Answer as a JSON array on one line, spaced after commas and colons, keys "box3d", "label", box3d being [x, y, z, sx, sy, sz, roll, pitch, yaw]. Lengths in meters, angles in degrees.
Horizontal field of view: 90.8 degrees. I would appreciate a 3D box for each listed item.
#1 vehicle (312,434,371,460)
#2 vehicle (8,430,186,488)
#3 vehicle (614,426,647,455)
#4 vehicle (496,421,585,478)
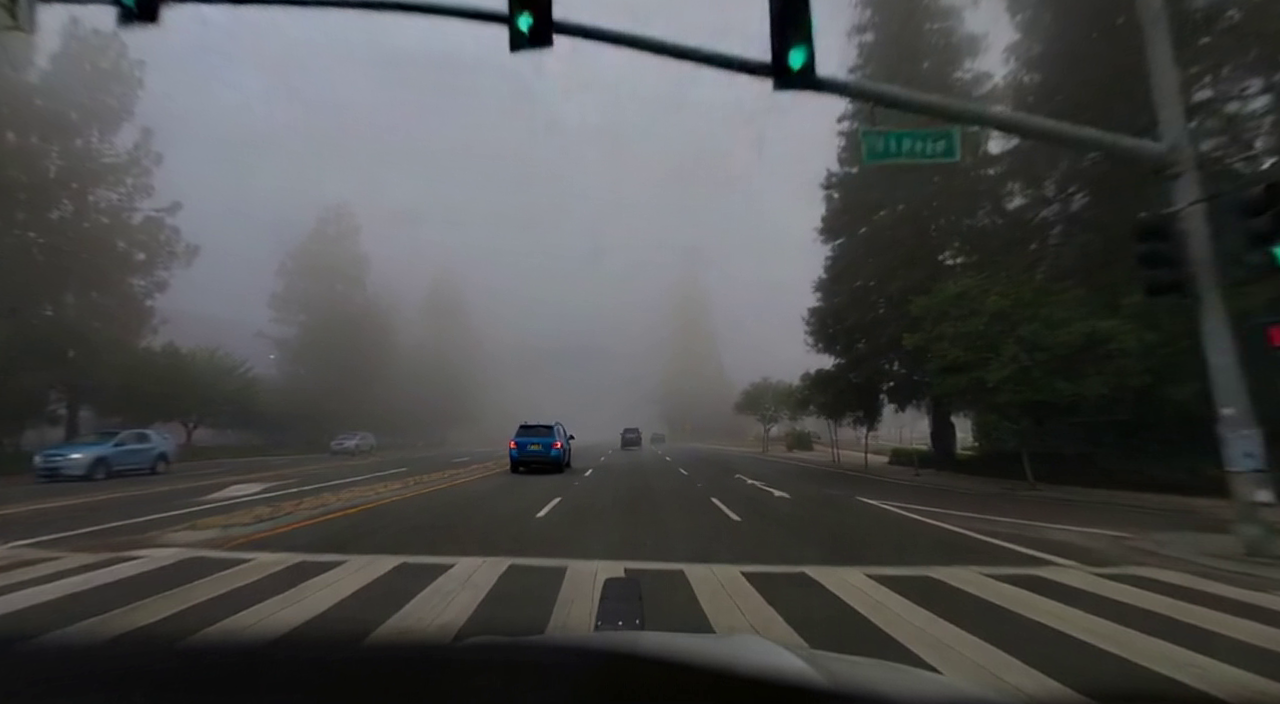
[{"box3d": [-19.751, 6.308, 42.007, 1.902, 1.625, 4.095, 0, -8, 0], "label": "vehicle"}, {"box3d": [-19.558, 3.838, 23.172, 2.090, 1.868, 4.941, 0, -8, 0], "label": "vehicle"}, {"box3d": [-0.657, 5.857, 41.657, 2.077, 1.773, 4.257, 0, -8, -1], "label": "vehicle"}, {"box3d": [-3.180, 3.234, 21.150, 2.174, 1.703, 4.231, 0, -8, 1], "label": "vehicle"}]
